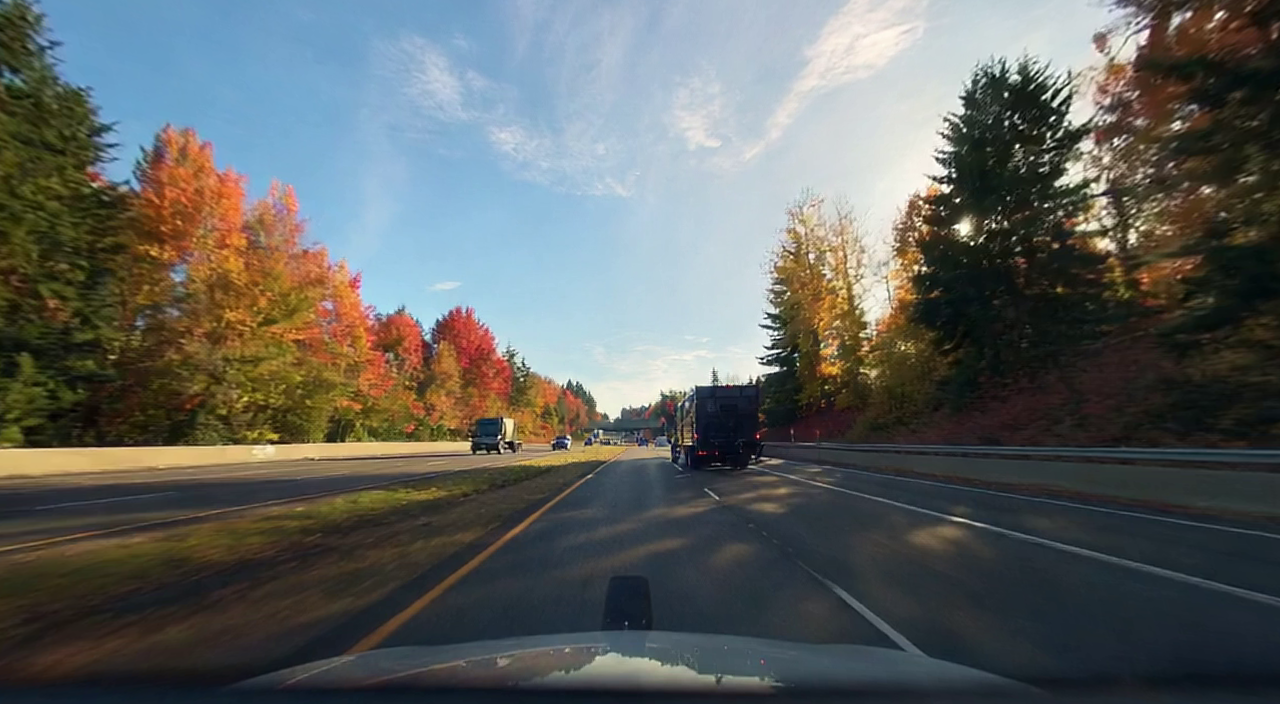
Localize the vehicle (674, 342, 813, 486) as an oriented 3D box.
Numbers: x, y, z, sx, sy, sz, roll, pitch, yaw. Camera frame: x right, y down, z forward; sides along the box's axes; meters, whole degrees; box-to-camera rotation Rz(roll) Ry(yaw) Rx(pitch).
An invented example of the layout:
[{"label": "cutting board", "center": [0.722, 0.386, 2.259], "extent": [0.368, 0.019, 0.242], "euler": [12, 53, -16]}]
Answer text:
[{"label": "vehicle", "center": [3.463, 2.828, 25.891], "extent": [3.691, 4.331, 13.909], "euler": [0, -8, 1]}]

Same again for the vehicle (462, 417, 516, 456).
[{"label": "vehicle", "center": [-11.343, 6.449, 47.834], "extent": [2.322, 2.720, 6.848], "euler": [0, -8, 1]}]
